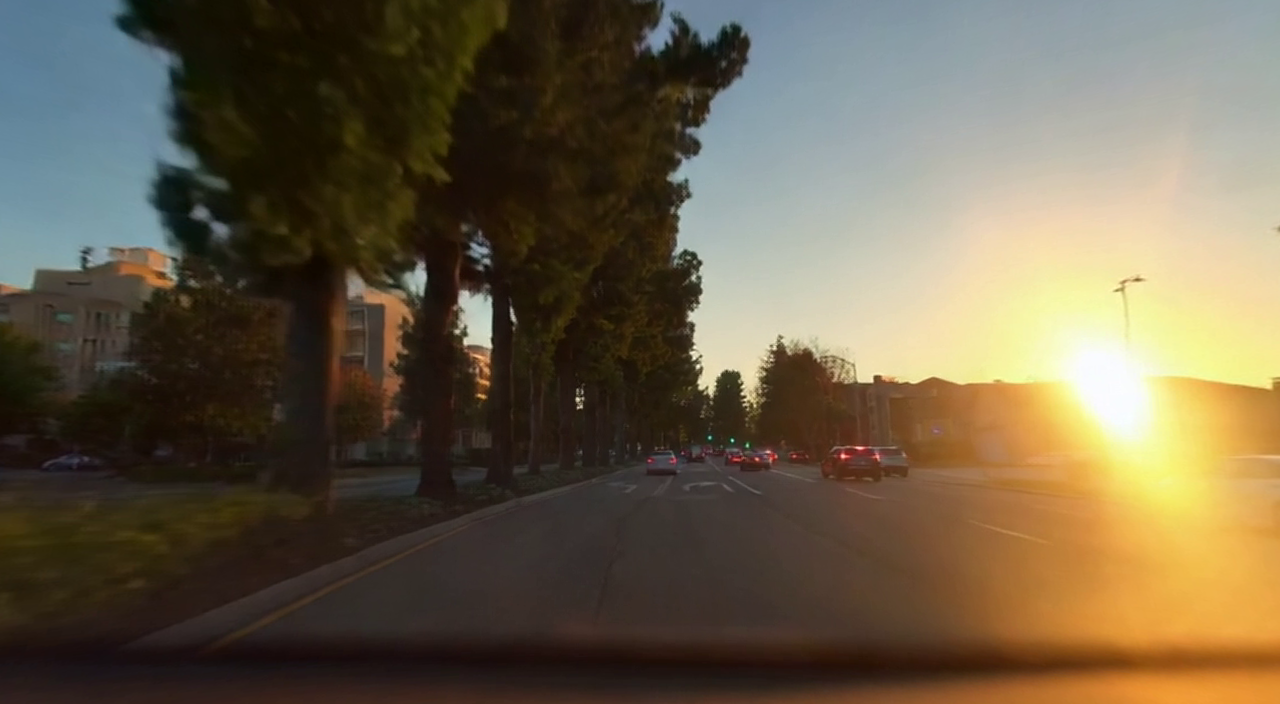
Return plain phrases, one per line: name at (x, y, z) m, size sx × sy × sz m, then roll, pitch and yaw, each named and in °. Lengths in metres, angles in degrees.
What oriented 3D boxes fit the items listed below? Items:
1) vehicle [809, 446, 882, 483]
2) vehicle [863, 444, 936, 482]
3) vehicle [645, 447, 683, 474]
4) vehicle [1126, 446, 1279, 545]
vehicle at (8.764, 4.798, 27.278) m, size 2.020 × 1.472 × 3.958 m, roll -1°, pitch -9°, yaw 4°
vehicle at (12.680, 5.417, 31.170) m, size 1.945 × 1.687 × 4.292 m, roll -1°, pitch -9°, yaw 3°
vehicle at (1.447, 6.355, 37.340) m, size 2.077 × 1.477 × 3.897 m, roll -1°, pitch -9°, yaw 3°
vehicle at (10.785, 2.323, 10.536) m, size 1.888 × 1.508 × 4.646 m, roll -1°, pitch -9°, yaw 4°
